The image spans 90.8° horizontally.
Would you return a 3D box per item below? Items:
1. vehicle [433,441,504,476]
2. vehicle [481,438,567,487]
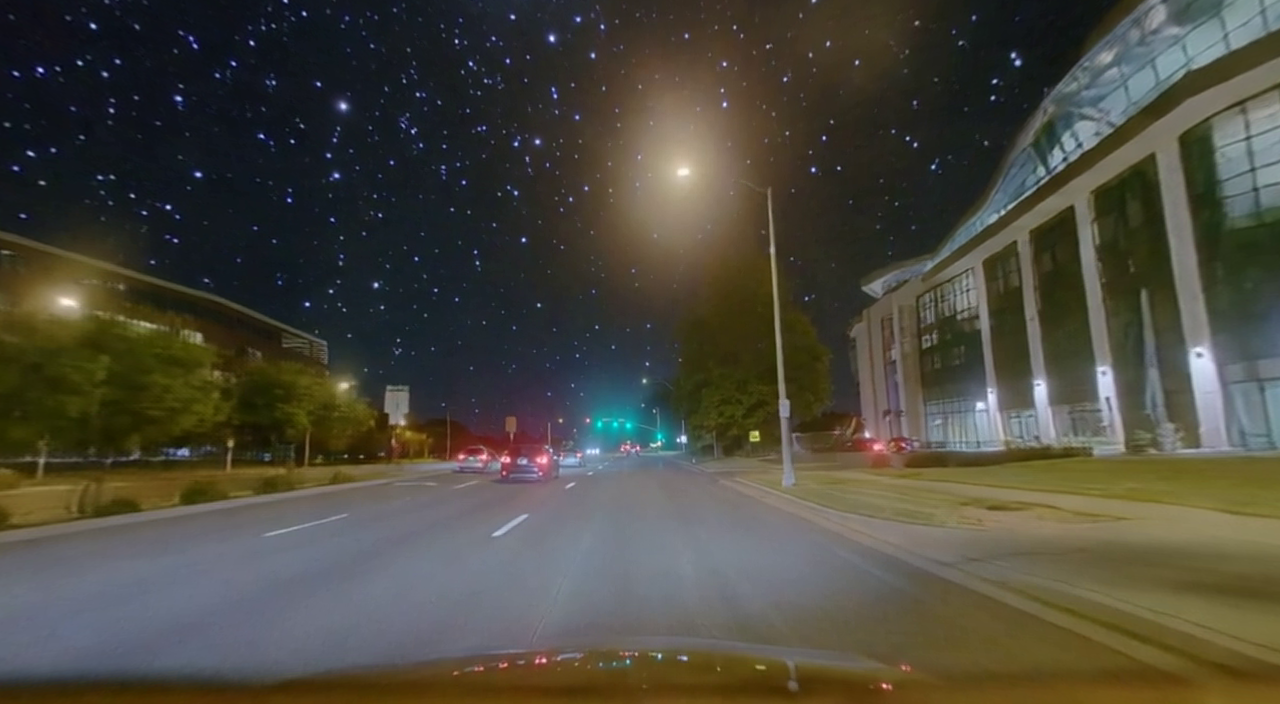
[{"bbox_3d":[-7.902,4.971,29.677,1.976,1.497,4.709,0,-9,0],"label":"vehicle"},{"bbox_3d":[-3.792,3.708,21.545,2.011,1.483,4.596,0,-9,0],"label":"vehicle"}]
